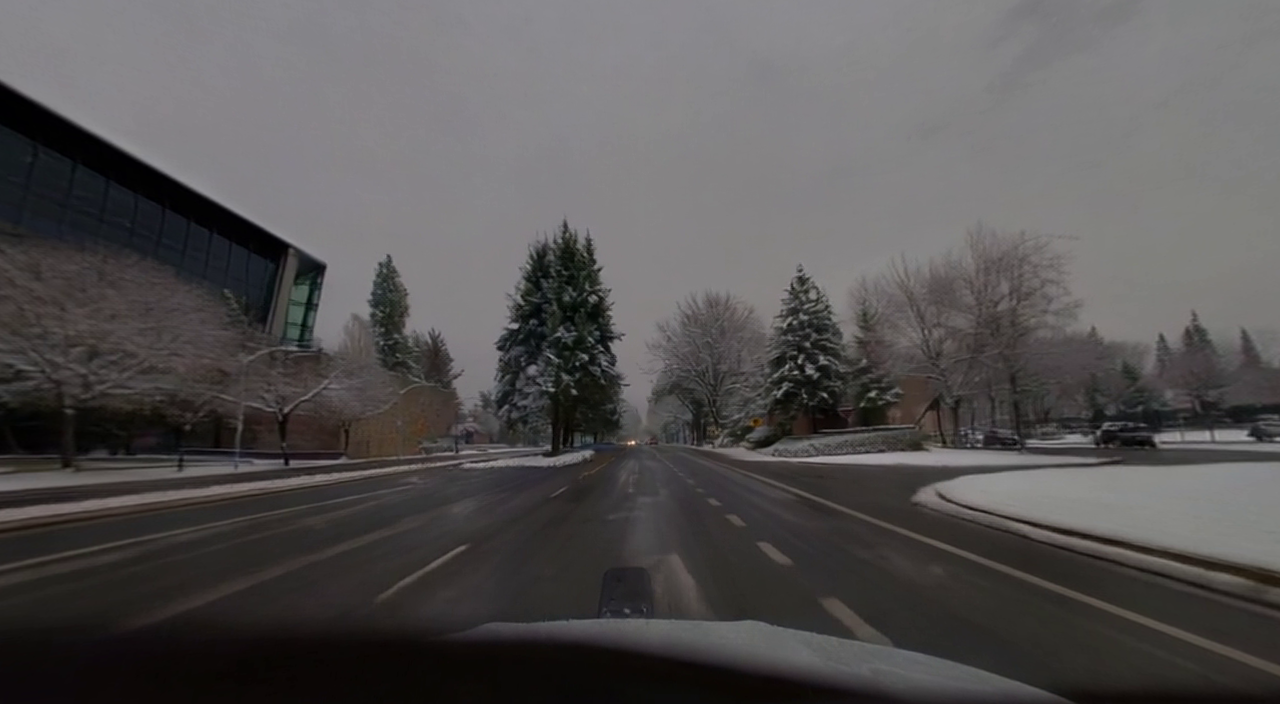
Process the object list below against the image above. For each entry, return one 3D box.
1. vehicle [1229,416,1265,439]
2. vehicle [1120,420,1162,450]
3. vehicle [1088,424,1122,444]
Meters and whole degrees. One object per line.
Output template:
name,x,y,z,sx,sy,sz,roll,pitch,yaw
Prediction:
vehicle,41.970,5.217,43.605,1.545,1.512,3.318,-4,-7,41
vehicle,32.318,5.400,40.602,1.856,1.730,4.156,-9,-13,38
vehicle,35.334,6.233,47.872,1.828,1.443,3.905,-6,-9,38
